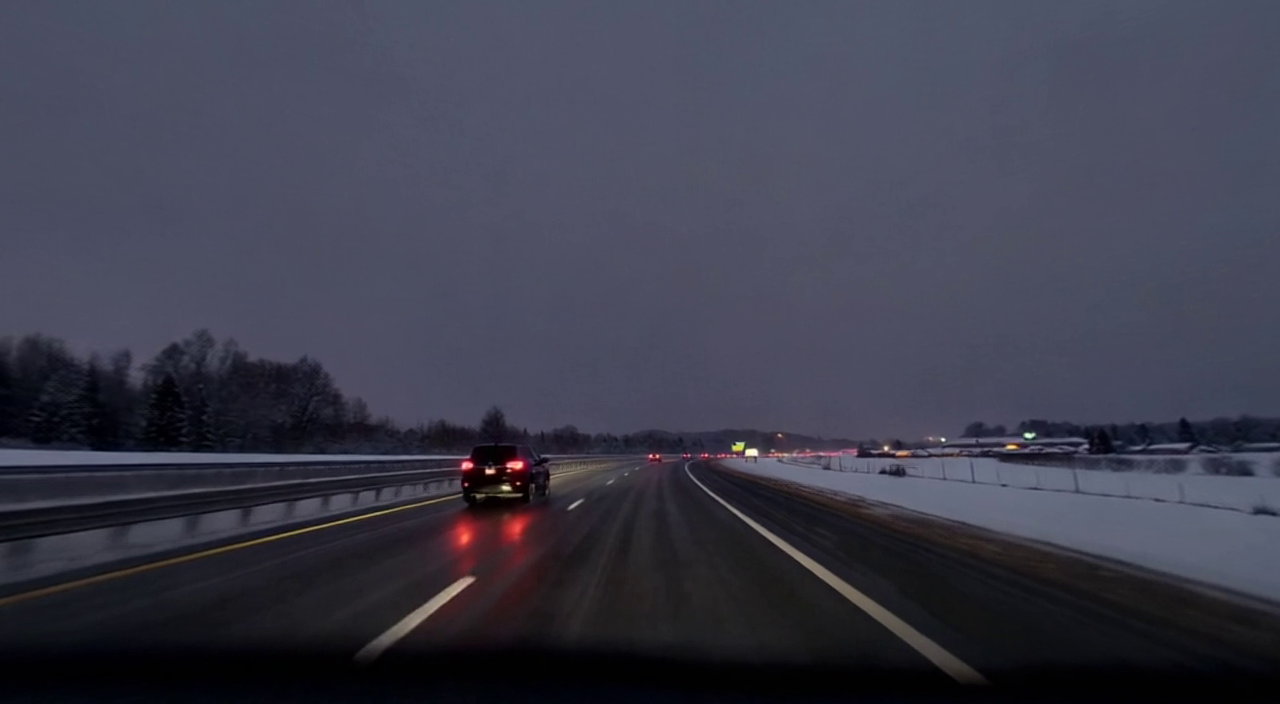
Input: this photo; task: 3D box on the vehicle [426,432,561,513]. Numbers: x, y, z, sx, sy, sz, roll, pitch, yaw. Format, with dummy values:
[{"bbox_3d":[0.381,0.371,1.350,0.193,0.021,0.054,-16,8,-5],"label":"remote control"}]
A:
[{"bbox_3d":[-3.570,3.059,16.466,2.193,1.771,4.757,0,-9,2],"label":"vehicle"}]
